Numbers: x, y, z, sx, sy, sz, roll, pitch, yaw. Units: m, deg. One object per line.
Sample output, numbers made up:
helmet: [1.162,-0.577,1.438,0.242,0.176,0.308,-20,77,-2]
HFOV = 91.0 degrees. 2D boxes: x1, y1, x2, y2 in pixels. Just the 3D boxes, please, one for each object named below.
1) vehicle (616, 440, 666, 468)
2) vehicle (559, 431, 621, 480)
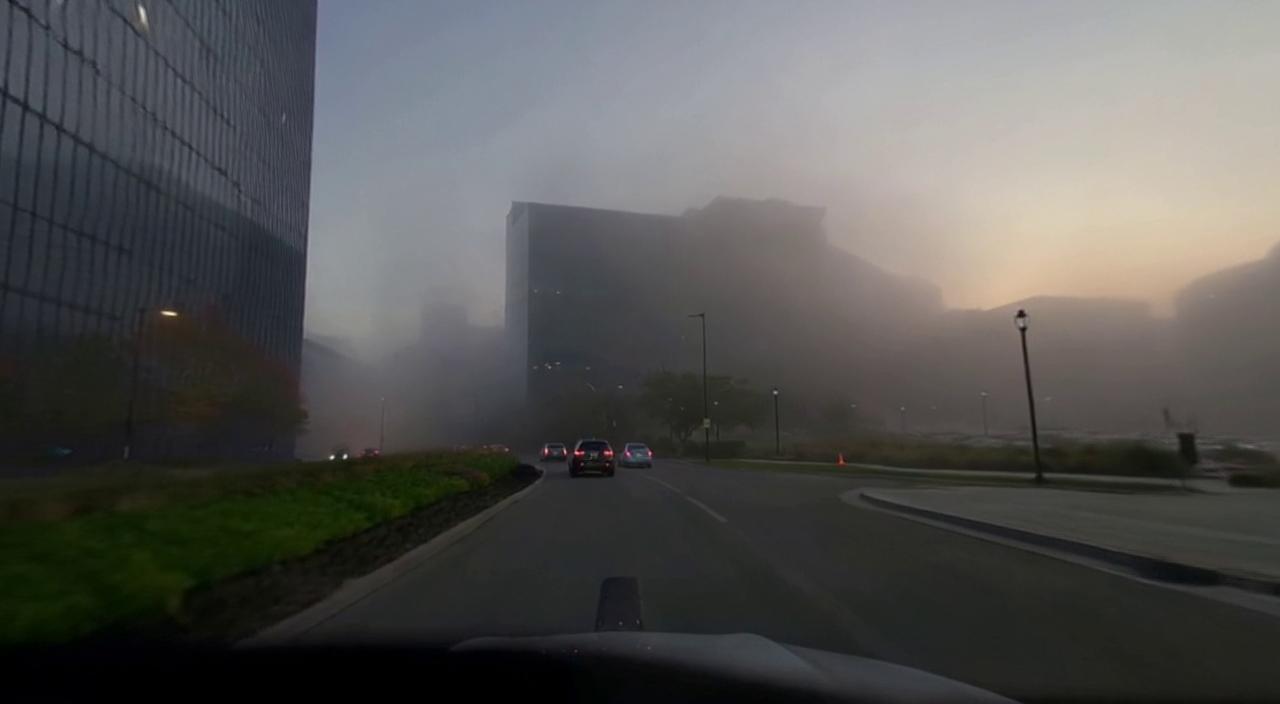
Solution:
vehicle: [-0.016,5.924,36.574,2.116,1.506,4.355,2,-9,-10]
vehicle: [-2.090,4.096,25.116,2.173,1.761,4.374,1,-9,-8]
